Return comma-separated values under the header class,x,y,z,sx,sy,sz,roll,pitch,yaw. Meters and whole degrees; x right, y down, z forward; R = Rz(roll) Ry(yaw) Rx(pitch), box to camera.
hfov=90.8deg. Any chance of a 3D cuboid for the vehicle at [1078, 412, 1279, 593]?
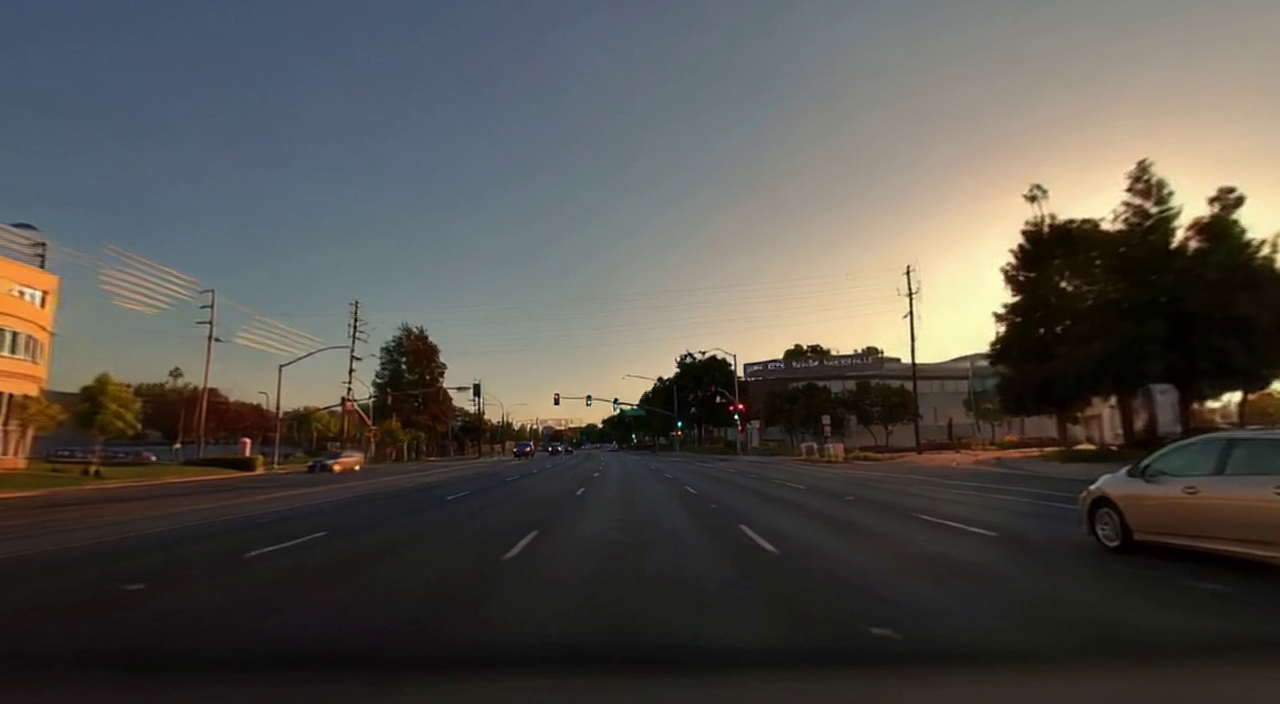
class,x,y,z,sx,sy,sz,roll,pitch,yaw
vehicle,6.351,1.253,5.284,2.070,1.491,4.575,0,-8,0
